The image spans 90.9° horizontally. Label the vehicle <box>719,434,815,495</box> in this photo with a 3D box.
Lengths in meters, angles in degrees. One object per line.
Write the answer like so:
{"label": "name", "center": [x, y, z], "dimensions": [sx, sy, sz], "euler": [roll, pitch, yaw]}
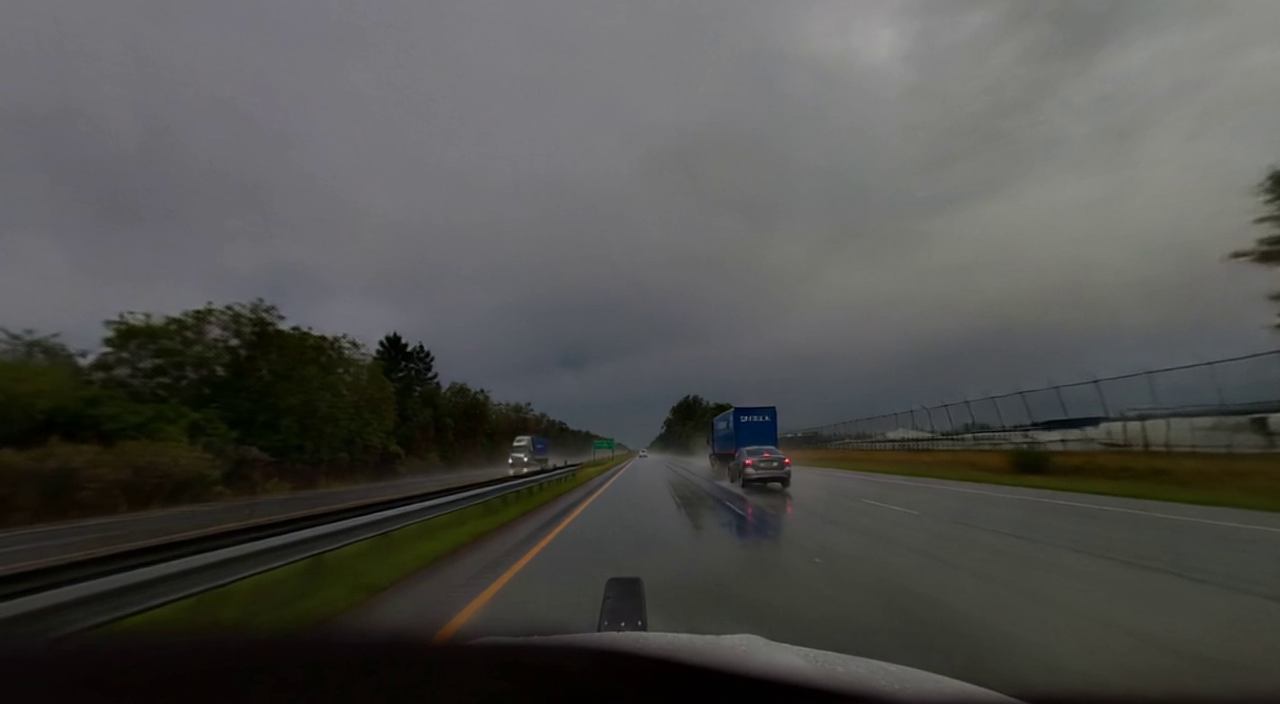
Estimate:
{"label": "vehicle", "center": [3.923, 3.568, 20.303], "dimensions": [2.093, 1.742, 4.167], "euler": [0, -9, -2]}
